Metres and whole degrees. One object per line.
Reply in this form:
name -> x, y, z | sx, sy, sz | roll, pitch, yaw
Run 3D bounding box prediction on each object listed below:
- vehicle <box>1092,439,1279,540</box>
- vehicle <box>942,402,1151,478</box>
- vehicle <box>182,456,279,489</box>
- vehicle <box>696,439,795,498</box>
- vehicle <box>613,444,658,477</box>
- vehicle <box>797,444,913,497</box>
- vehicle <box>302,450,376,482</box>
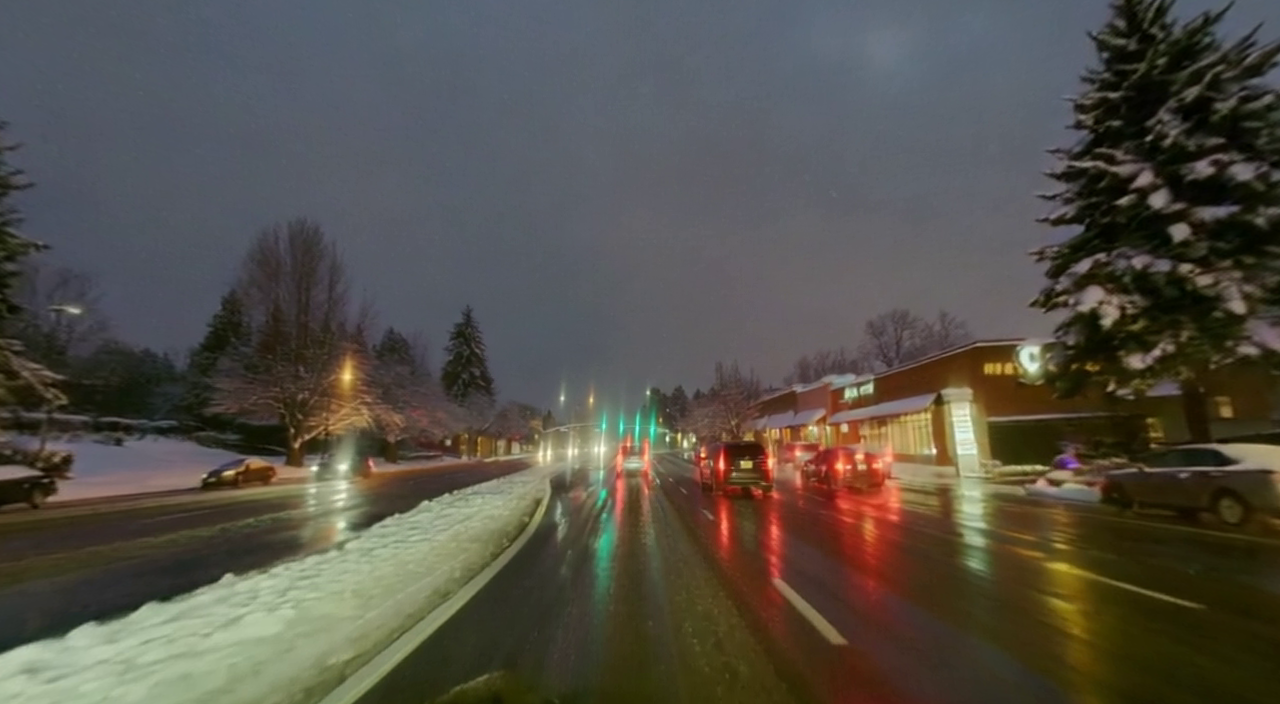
vehicle -> 10.418, 2.216, 10.589 | 2.030, 1.479, 4.624 | 0, -9, -4
vehicle -> 17.535, 3.856, 27.640 | 7.127, 3.093, 2.760 | 0, -8, 0
vehicle -> -20.362, 5.979, 31.691 | 1.925, 1.454, 4.529 | 0, -9, -2
vehicle -> 2.993, 3.415, 18.999 | 2.072, 1.545, 4.578 | 0, -9, -2
vehicle -> -0.225, 5.215, 30.580 | 2.052, 1.461, 4.324 | 0, -9, 0
vehicle -> 6.526, 3.617, 19.817 | 1.952, 1.449, 4.544 | 0, -9, -1
vehicle -> -15.198, 5.765, 32.116 | 1.878, 1.481, 3.663 | -1, -9, 2
